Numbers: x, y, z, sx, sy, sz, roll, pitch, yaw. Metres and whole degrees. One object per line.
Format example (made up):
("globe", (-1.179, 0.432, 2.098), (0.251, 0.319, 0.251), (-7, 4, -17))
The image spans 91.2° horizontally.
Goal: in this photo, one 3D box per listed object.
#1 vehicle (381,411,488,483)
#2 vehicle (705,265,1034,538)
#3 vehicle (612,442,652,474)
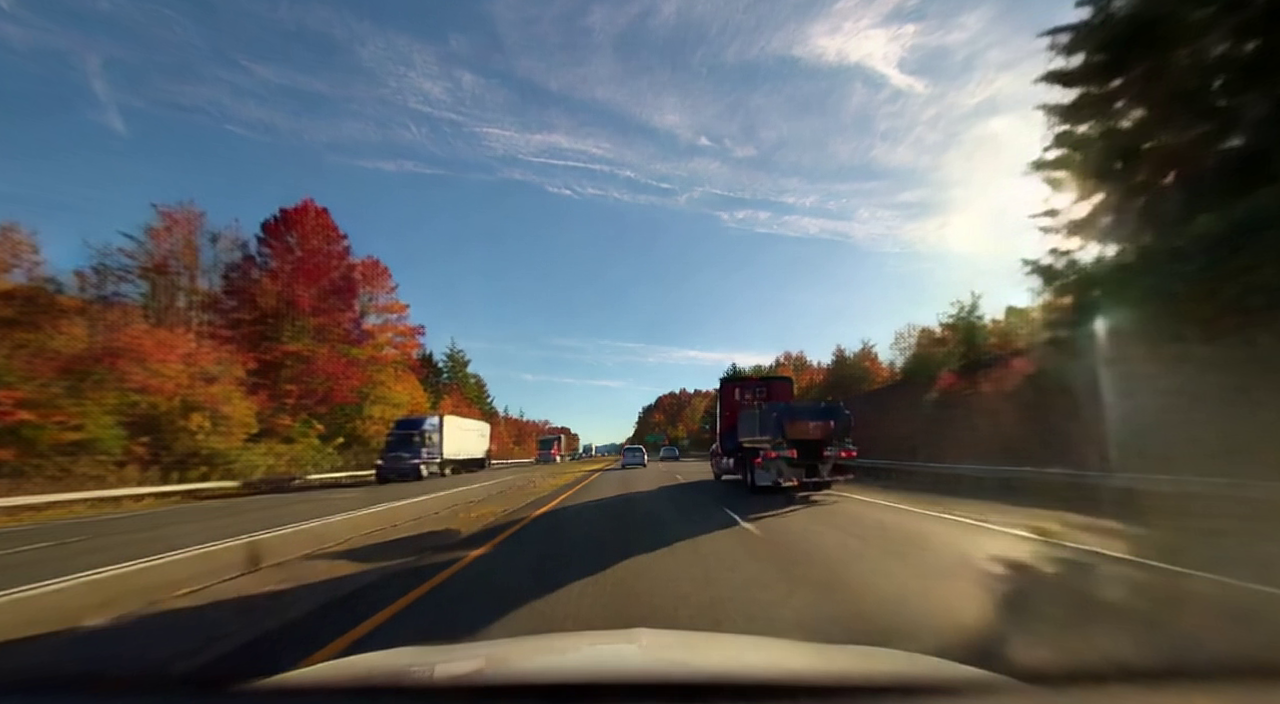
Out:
("vehicle", (-13.647, 6.577, 43.493), (2.954, 4.145, 13.980), (0, -9, -1))
("vehicle", (4.041, 1.702, 16.116), (3.068, 4.042, 13.787), (0, -9, -1))
("vehicle", (-0.480, 6.022, 35.912), (2.151, 1.693, 4.201), (0, -9, -1))
